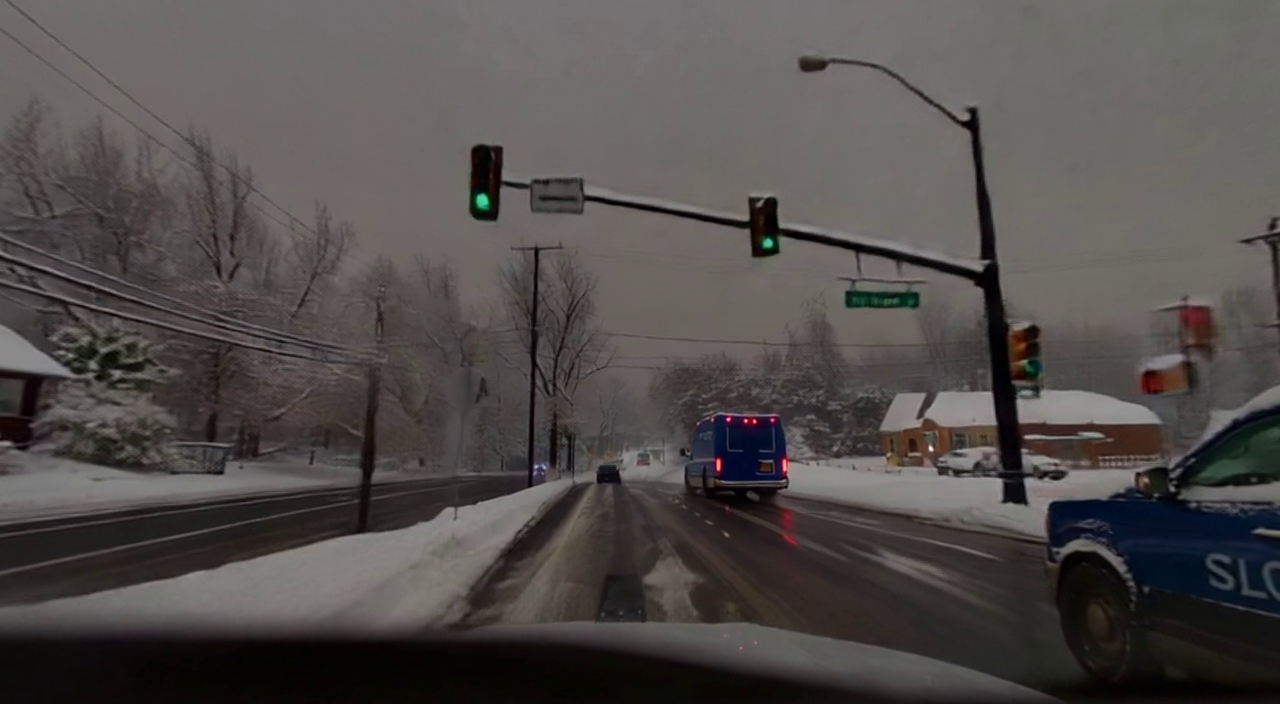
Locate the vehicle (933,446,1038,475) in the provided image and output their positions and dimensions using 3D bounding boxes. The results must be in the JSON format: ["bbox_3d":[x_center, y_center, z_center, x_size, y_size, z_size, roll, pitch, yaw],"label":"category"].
[{"bbox_3d":[19.096,5.994,34.999,4.868,1.455,2.054,-6,-10,32],"label":"vehicle"}]

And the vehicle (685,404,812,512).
[{"bbox_3d":[2.945,3.089,18.844,2.406,2.687,5.521,0,-8,-4],"label":"vehicle"}]

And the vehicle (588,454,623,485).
[{"bbox_3d":[-2.226,7.404,40.071,2.114,1.707,3.725,0,-8,-4],"label":"vehicle"}]

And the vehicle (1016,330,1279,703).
[{"bbox_3d":[4.029,0.768,2.291,2.194,1.922,4.822,-1,-8,-2],"label":"vehicle"}]
